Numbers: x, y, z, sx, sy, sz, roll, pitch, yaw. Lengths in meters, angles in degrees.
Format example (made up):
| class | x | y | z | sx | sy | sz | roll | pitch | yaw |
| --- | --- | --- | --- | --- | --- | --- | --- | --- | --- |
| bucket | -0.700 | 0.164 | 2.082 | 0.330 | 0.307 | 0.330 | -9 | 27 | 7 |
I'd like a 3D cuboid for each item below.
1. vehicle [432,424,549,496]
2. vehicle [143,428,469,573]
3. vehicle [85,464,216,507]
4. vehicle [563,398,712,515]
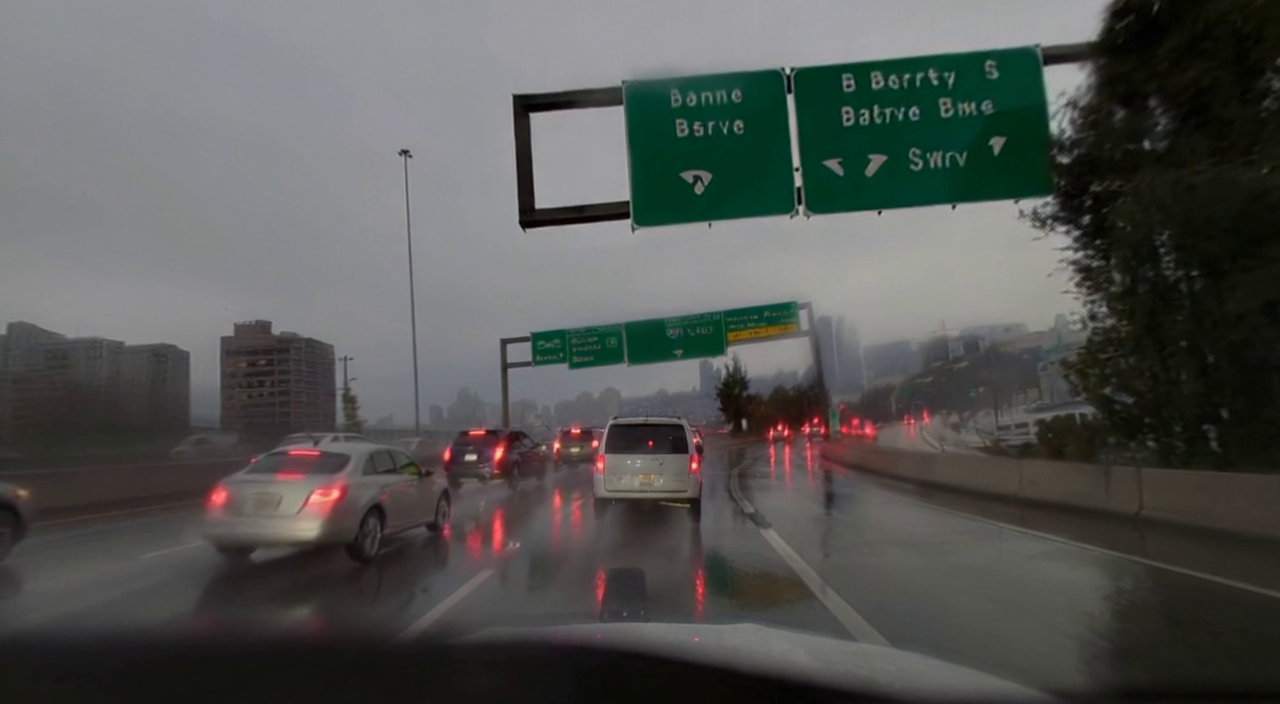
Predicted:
| class | x | y | z | sx | sy | sz | roll | pitch | yaw |
| --- | --- | --- | --- | --- | --- | --- | --- | --- | --- |
| vehicle | -3.971 | 2.973 | 17.658 | 1.953 | 1.729 | 4.377 | 0 | -9 | 3 |
| vehicle | -4.075 | 1.867 | 8.744 | 2.087 | 1.481 | 4.225 | 0 | -9 | 2 |
| vehicle | -20.497 | 5.575 | 26.722 | 1.795 | 1.506 | 4.762 | 0 | -9 | -1 |
| vehicle | 0.033 | 2.284 | 14.173 | 2.616 | 2.063 | 5.933 | 0 | -9 | 1 |
